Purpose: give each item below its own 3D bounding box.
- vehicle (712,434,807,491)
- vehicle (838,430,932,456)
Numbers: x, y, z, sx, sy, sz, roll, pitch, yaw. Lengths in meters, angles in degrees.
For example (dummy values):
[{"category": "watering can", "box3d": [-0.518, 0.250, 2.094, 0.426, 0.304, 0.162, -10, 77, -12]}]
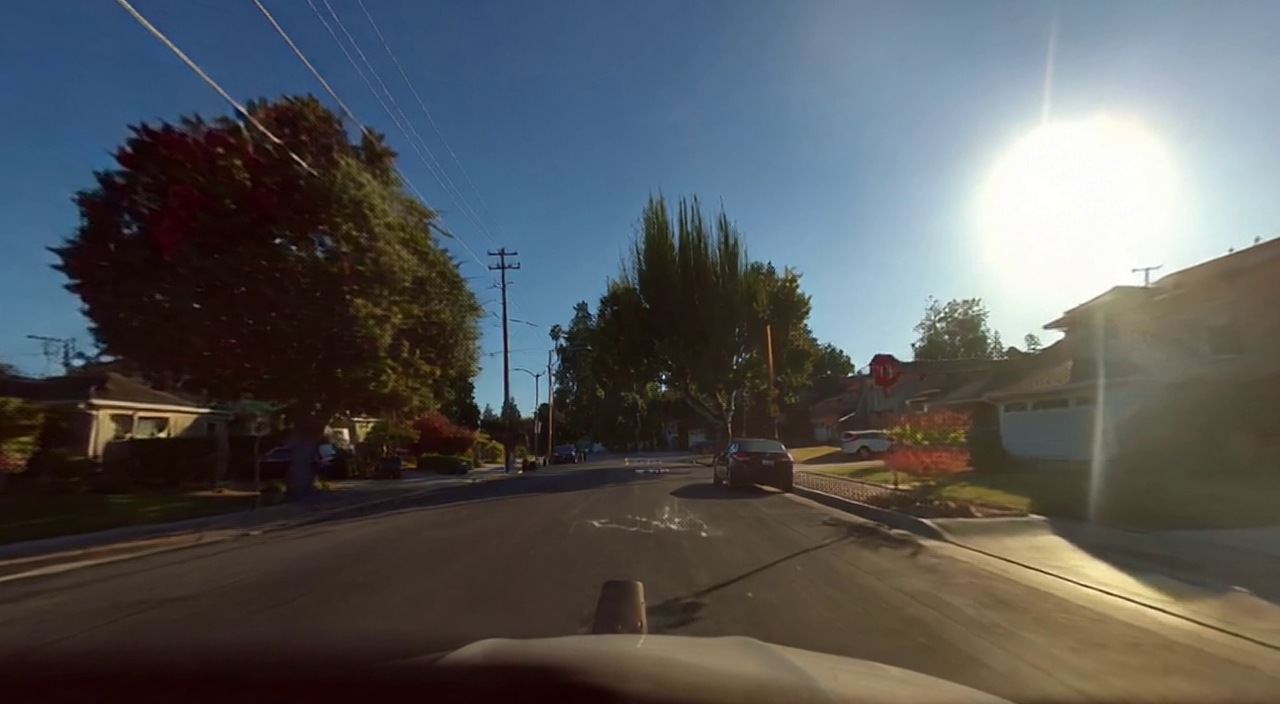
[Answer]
[{"category": "vehicle", "box3d": [3.560, 3.391, 19.761, 2.012, 1.531, 4.557, 0, -8, -1]}, {"category": "vehicle", "box3d": [14.445, 5.413, 37.515, 4.737, 1.493, 2.001, -1, -8, 4]}]
